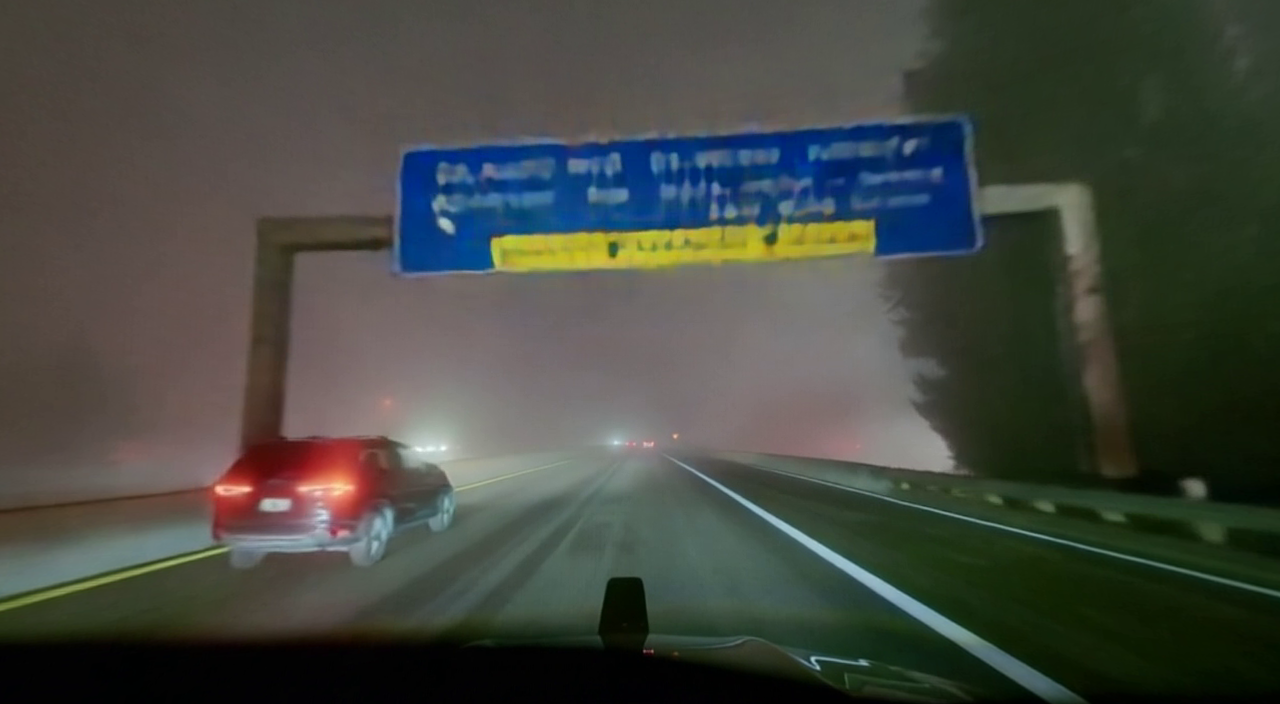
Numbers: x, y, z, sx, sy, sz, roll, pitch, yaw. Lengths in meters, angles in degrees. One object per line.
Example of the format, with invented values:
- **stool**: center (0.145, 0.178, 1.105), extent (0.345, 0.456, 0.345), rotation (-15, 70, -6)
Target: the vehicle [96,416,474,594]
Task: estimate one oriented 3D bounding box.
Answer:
- **vehicle**: center (-3.683, 1.645, 7.684), extent (2.051, 1.531, 4.250), rotation (0, -8, 1)
